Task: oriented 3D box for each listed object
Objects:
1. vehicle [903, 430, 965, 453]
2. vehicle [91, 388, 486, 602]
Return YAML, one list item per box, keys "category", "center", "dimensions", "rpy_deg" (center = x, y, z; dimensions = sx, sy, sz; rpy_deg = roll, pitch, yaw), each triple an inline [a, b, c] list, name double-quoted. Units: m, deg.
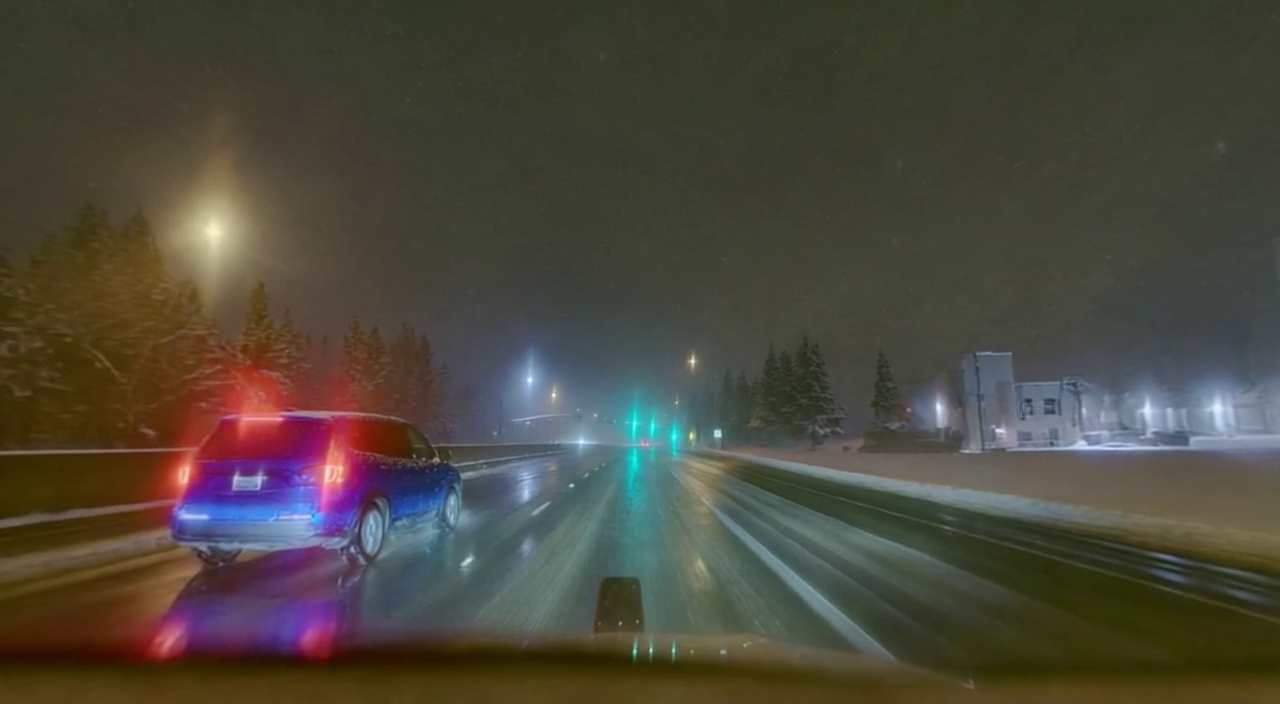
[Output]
- category: "vehicle"
  center: [23.288, 7.102, 49.909]
  dimensions: [4.000, 1.458, 1.640]
  rpy_deg: [-4, -6, 0]
- category: "vehicle"
  center: [-3.387, 1.478, 7.387]
  dimensions: [2.033, 1.713, 4.503]
  rpy_deg: [0, -8, 0]
